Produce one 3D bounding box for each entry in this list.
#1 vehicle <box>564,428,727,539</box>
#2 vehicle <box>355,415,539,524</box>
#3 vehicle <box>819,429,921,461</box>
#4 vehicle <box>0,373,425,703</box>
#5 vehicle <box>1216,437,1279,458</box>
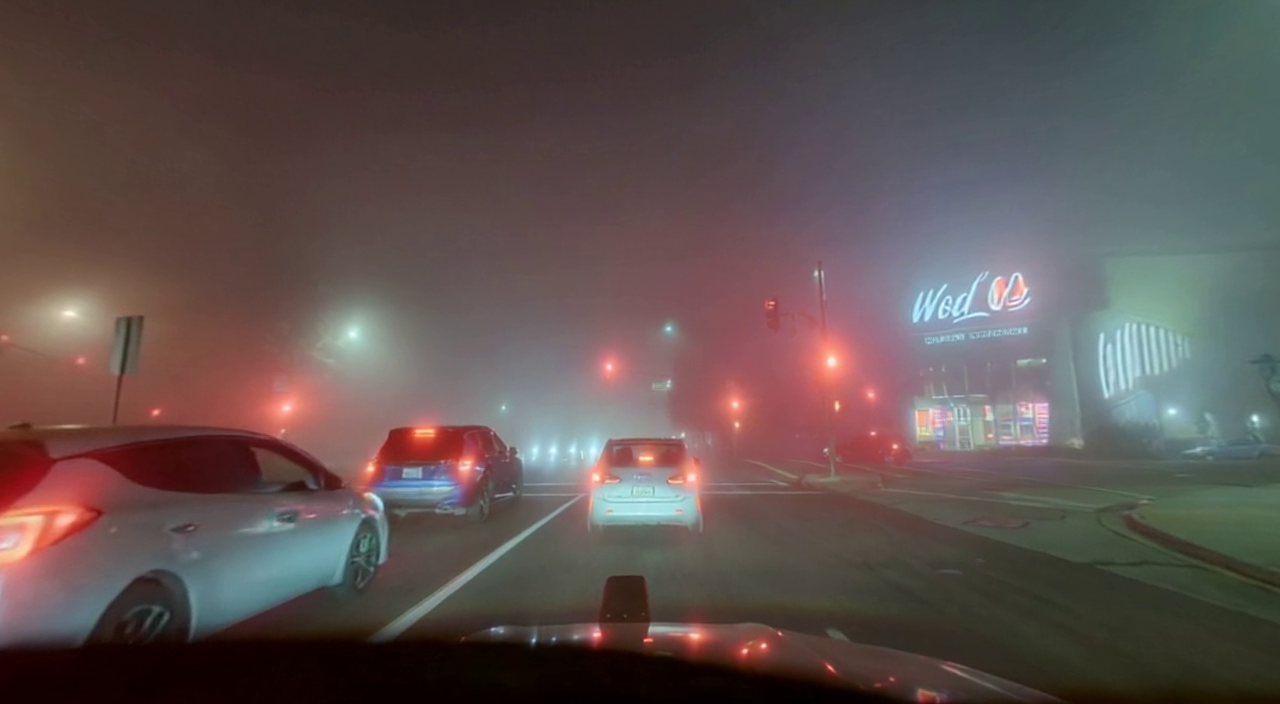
[{"bbox_3d":[0.163,2.103,10.721,2.258,1.507,3.896,-1,-8,3],"label":"vehicle"},{"bbox_3d":[-3.418,2.182,12.187,2.009,1.704,4.230,0,-8,3],"label":"vehicle"},{"bbox_3d":[13.003,5.306,35.842,5.032,1.762,1.982,0,-8,0],"label":"vehicle"},{"bbox_3d":[-3.323,1.150,4.412,2.029,1.517,4.375,0,-8,1],"label":"vehicle"},{"bbox_3d":[43.625,6.684,44.274,4.582,1.442,1.860,0,-8,-2],"label":"vehicle"}]
